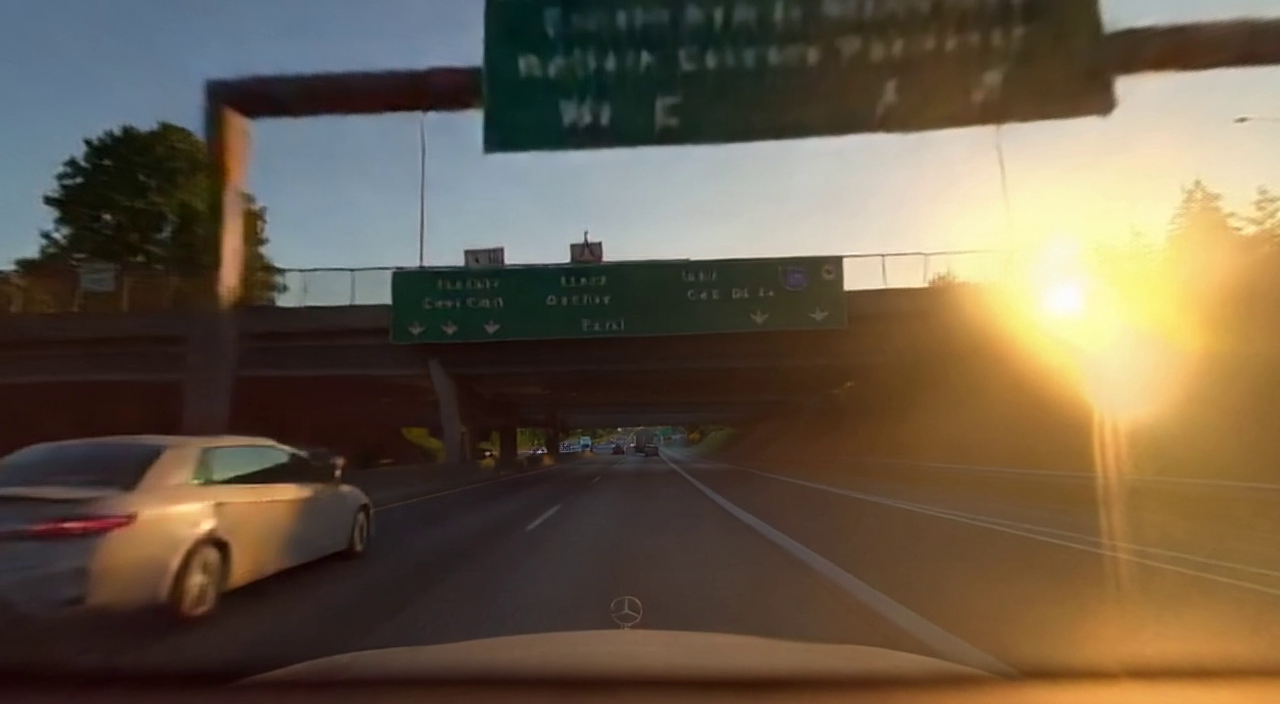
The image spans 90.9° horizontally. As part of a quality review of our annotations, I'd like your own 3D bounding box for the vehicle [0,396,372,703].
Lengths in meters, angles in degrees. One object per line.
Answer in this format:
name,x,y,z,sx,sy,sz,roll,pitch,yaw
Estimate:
vehicle,-4.047,1.302,5.034,1.936,1.545,4.116,0,-9,1
